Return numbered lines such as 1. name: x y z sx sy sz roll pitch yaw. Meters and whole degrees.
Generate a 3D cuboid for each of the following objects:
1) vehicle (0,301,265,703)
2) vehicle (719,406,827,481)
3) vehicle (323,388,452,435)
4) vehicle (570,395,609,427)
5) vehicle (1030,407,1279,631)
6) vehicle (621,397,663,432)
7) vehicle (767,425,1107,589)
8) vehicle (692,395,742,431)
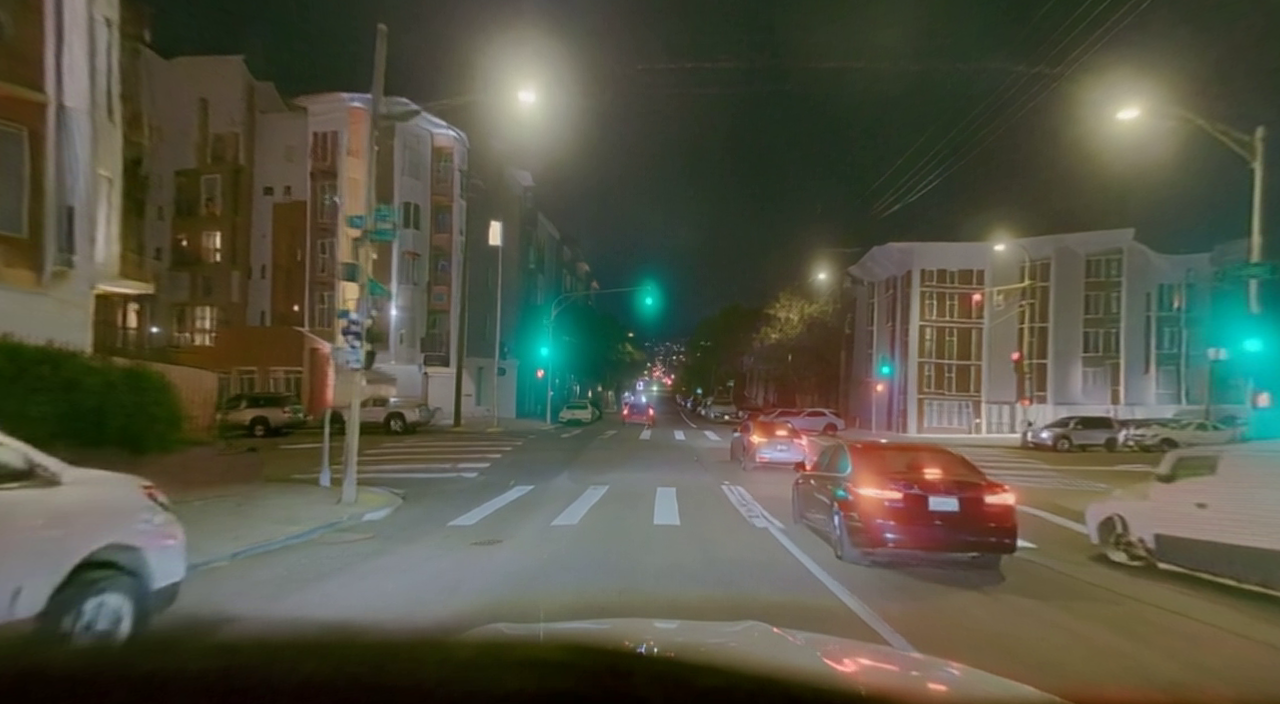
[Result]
1. vehicle: -3.577 0.639 1.767 2.016 1.885 4.723 0 -9 1
2. vehicle: 3.327 2.285 16.562 1.970 1.490 4.016 0 -2 0
3. vehicle: -10.173 2.458 25.652 4.304 1.755 2.083 0 -9 1
4. vehicle: -2.688 3.279 34.297 1.878 1.521 3.697 0 -9 -1
5. vehicle: 6.085 1.459 5.908 1.999 1.752 4.502 0 -9 1
6. vehicle: 0.126 3.048 30.273 1.923 1.460 3.923 0 -9 1
7. vehicle: 3.120 1.739 8.012 2.055 1.450 4.676 0 -9 0
8. vehicle: 3.888 3.217 32.656 2.093 1.655 4.327 0 -9 1
